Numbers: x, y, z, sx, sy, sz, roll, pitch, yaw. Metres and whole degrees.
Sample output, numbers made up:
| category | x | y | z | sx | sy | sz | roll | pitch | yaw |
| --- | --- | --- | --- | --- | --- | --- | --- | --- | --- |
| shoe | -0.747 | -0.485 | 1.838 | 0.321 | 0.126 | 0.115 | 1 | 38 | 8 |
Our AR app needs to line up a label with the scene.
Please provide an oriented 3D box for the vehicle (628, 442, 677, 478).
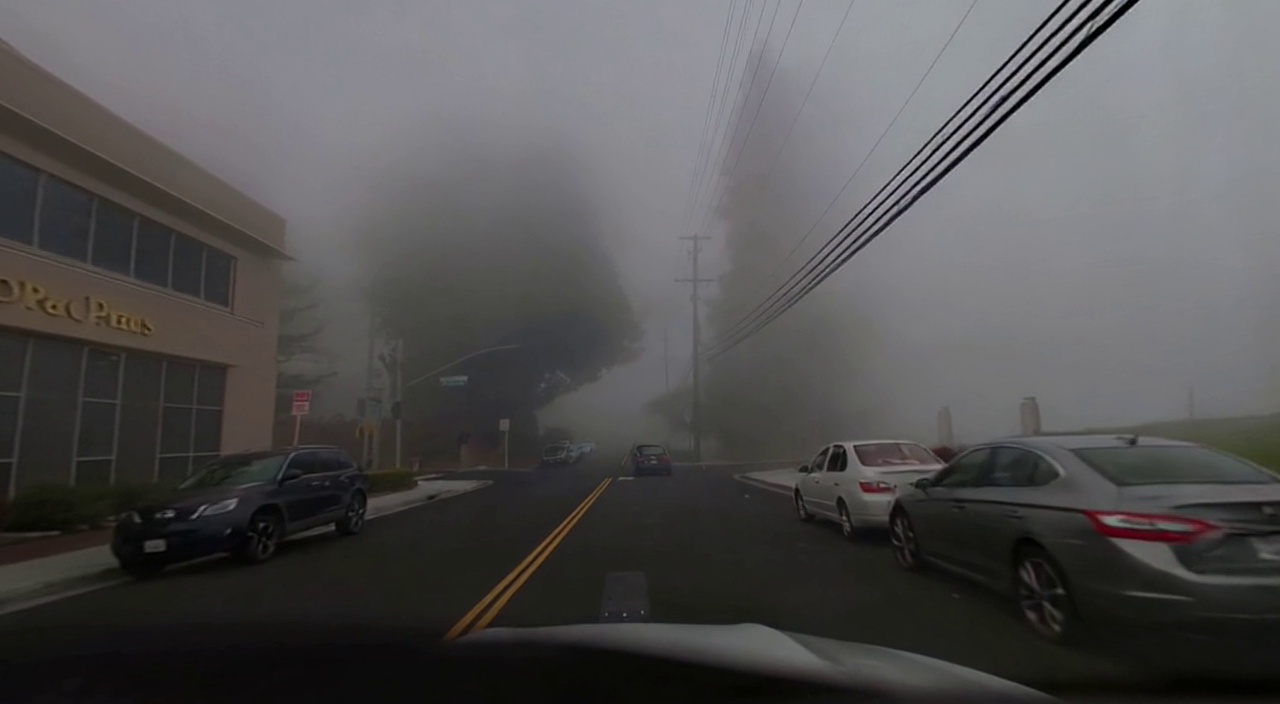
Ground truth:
| category | x | y | z | sx | sy | sz | roll | pitch | yaw |
| --- | --- | --- | --- | --- | --- | --- | --- | --- | --- |
| vehicle | 0.513 | 5.064 | 29.676 | 2.125 | 1.524 | 4.404 | 0 | -9 | -1 |

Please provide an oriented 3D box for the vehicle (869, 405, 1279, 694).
| category | x | y | z | sx | sy | sz | roll | pitch | yaw |
| --- | --- | --- | --- | --- | --- | --- | --- | --- | --- |
| vehicle | 3.722 | 1.426 | 5.606 | 1.915 | 1.591 | 4.087 | 0 | -9 | 2 |

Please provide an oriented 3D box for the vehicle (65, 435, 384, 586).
| category | x | y | z | sx | sy | sz | roll | pitch | yaw |
| --- | --- | --- | --- | --- | --- | --- | --- | --- | --- |
| vehicle | -6.217 | 2.386 | 10.415 | 2.126 | 1.864 | 4.831 | 0 | -9 | -3 |
